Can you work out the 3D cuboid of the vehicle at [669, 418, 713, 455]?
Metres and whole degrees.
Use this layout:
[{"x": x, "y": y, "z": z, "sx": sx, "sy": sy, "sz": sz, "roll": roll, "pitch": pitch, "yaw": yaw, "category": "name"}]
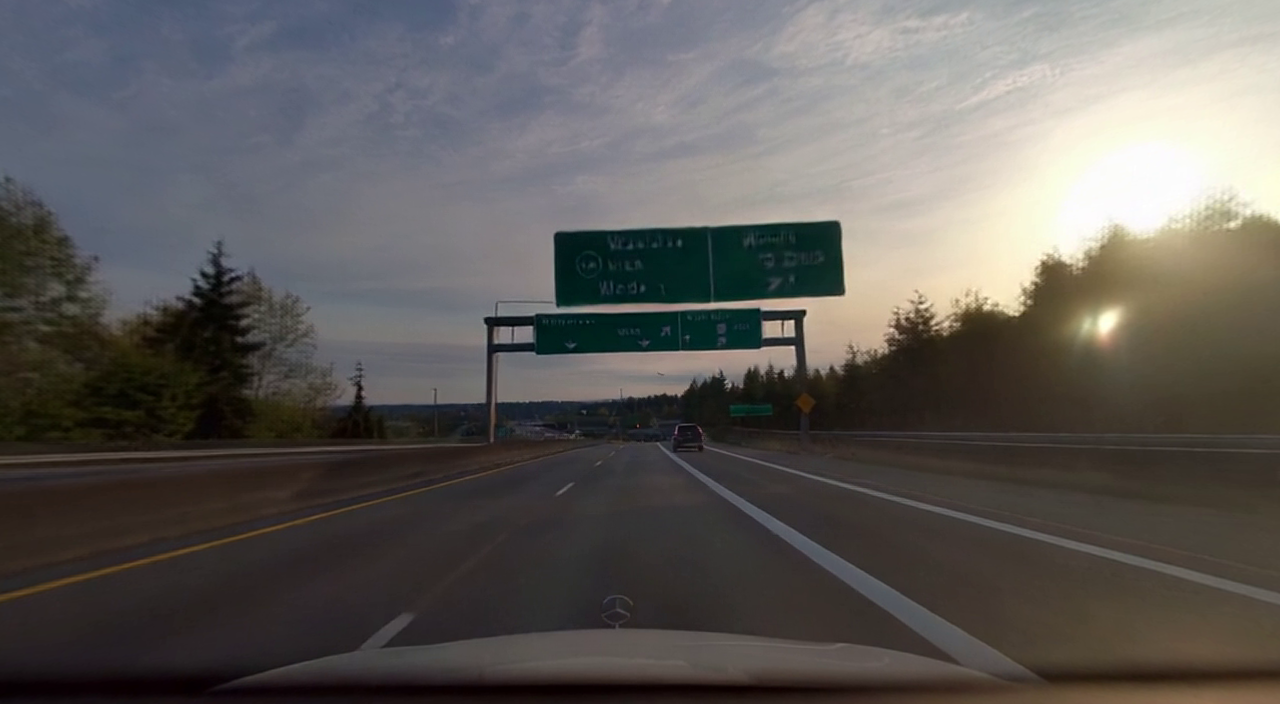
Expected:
[{"x": 3.323, "y": 5.642, "z": 42.016, "sx": 2.450, "sy": 2.314, "sz": 4.753, "roll": 0, "pitch": -8, "yaw": -1, "category": "vehicle"}]
